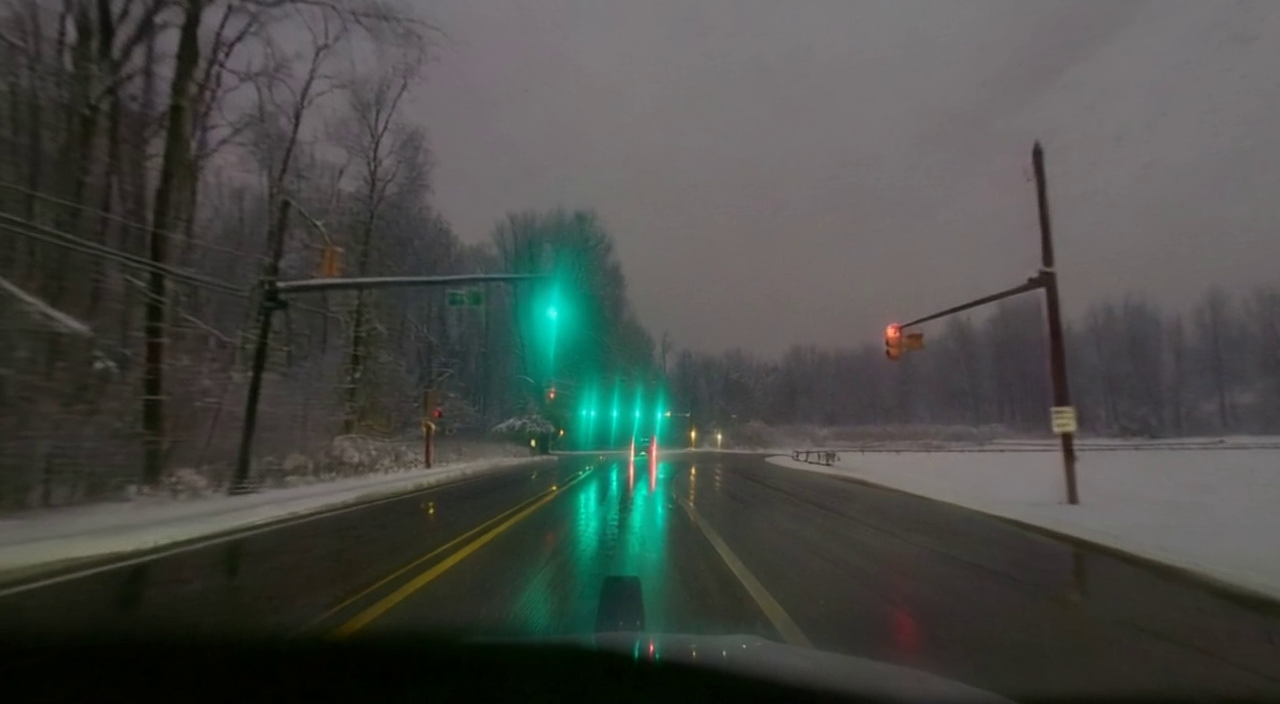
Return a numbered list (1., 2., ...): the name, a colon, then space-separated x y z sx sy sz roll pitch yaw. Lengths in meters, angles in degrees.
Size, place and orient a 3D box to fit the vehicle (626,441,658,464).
1. vehicle: 0.183 6.933 43.801 2.042 1.489 3.963 0 -8 2
